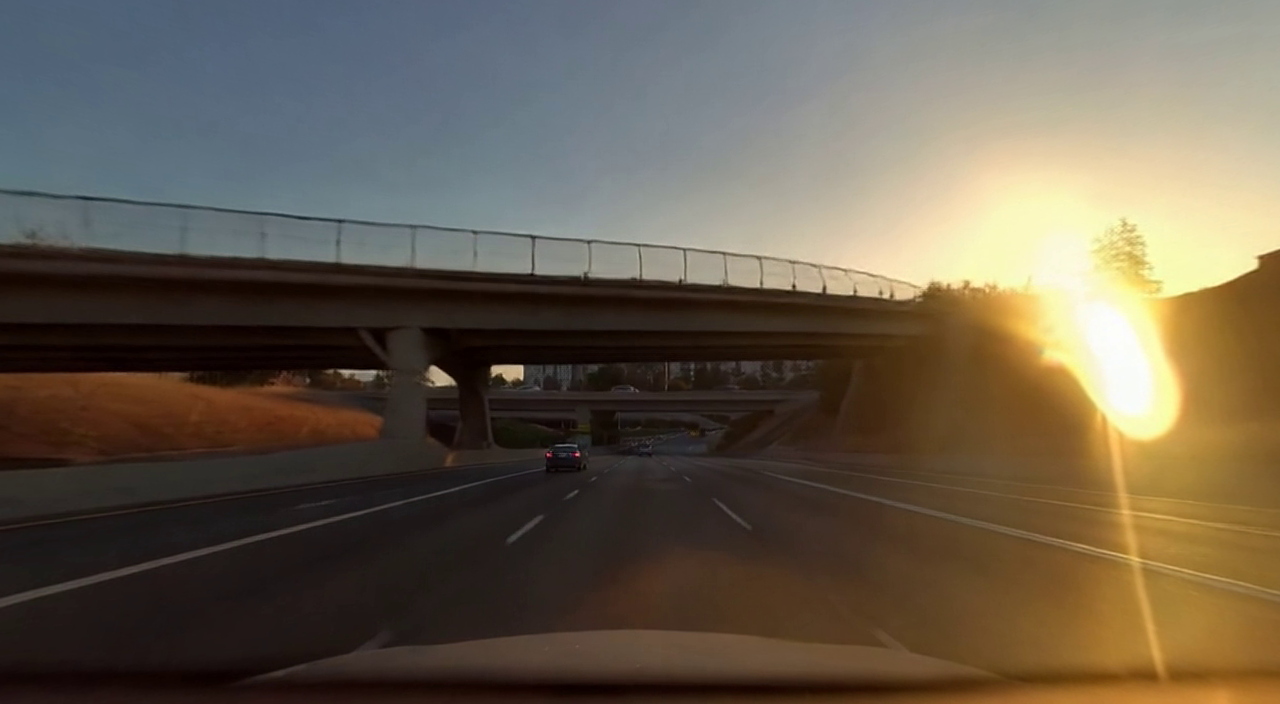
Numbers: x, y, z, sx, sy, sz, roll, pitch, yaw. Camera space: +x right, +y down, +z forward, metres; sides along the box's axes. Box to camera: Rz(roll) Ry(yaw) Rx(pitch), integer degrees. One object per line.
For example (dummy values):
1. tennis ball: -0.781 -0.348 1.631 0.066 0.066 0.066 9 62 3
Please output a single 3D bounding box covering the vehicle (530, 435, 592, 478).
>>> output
1. vehicle: -3.304 4.486 27.372 2.072 1.706 4.359 0 -8 1
